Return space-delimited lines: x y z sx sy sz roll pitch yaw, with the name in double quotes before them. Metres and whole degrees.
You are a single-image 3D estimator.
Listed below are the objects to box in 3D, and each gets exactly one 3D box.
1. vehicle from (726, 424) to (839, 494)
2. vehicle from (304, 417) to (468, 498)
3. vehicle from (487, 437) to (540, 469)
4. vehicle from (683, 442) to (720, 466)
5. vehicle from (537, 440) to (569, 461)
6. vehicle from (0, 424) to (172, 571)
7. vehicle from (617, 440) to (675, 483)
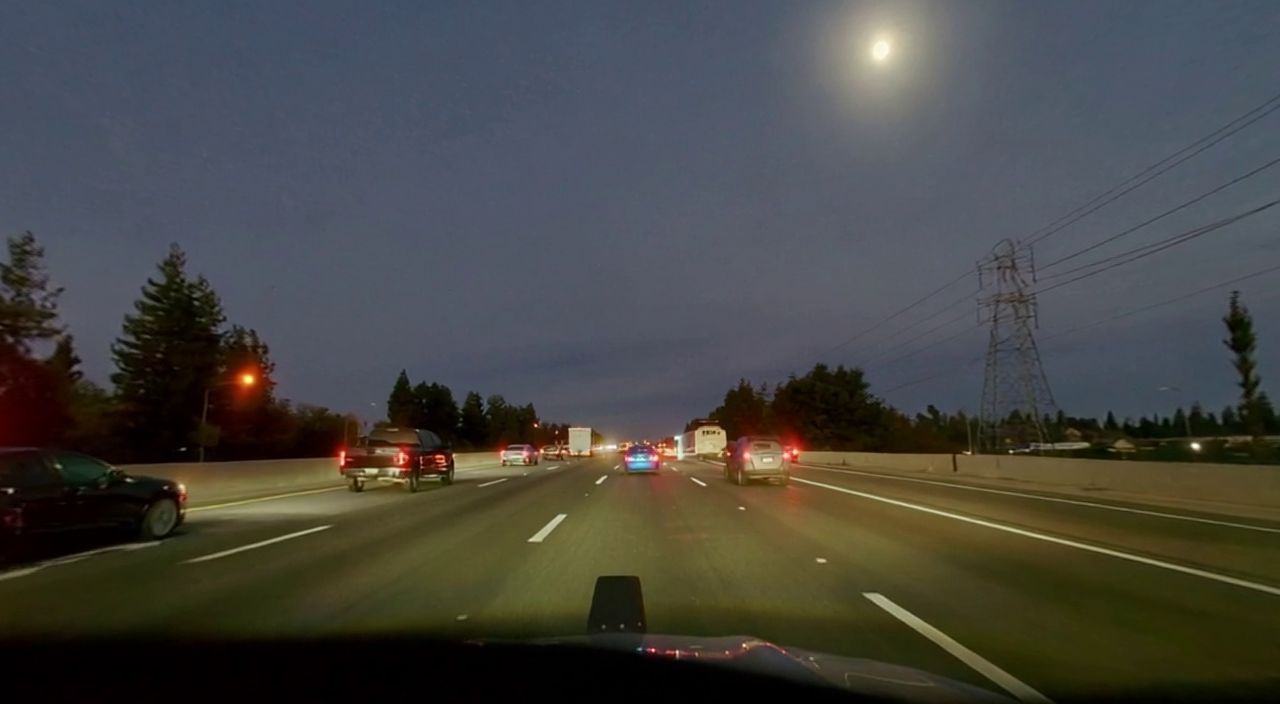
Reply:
"vehicle" 4.028 3.125 18.727 2.195 1.778 4.455 0 -9 -1
"vehicle" -6.975 2.998 18.258 2.269 1.936 5.777 0 -9 1
"vehicle" -6.965 5.613 35.138 1.978 1.680 4.263 0 -9 1
"vehicle" 3.847 6.445 39.983 1.895 1.429 3.908 0 -9 -1
"vehicle" -6.853 7.799 49.890 1.907 1.586 3.870 0 -9 1
"vehicle" -7.498 1.502 6.525 1.911 1.479 4.312 0 -9 1
"vehicle" 0.203 4.014 23.476 1.966 1.444 3.986 0 -9 0
